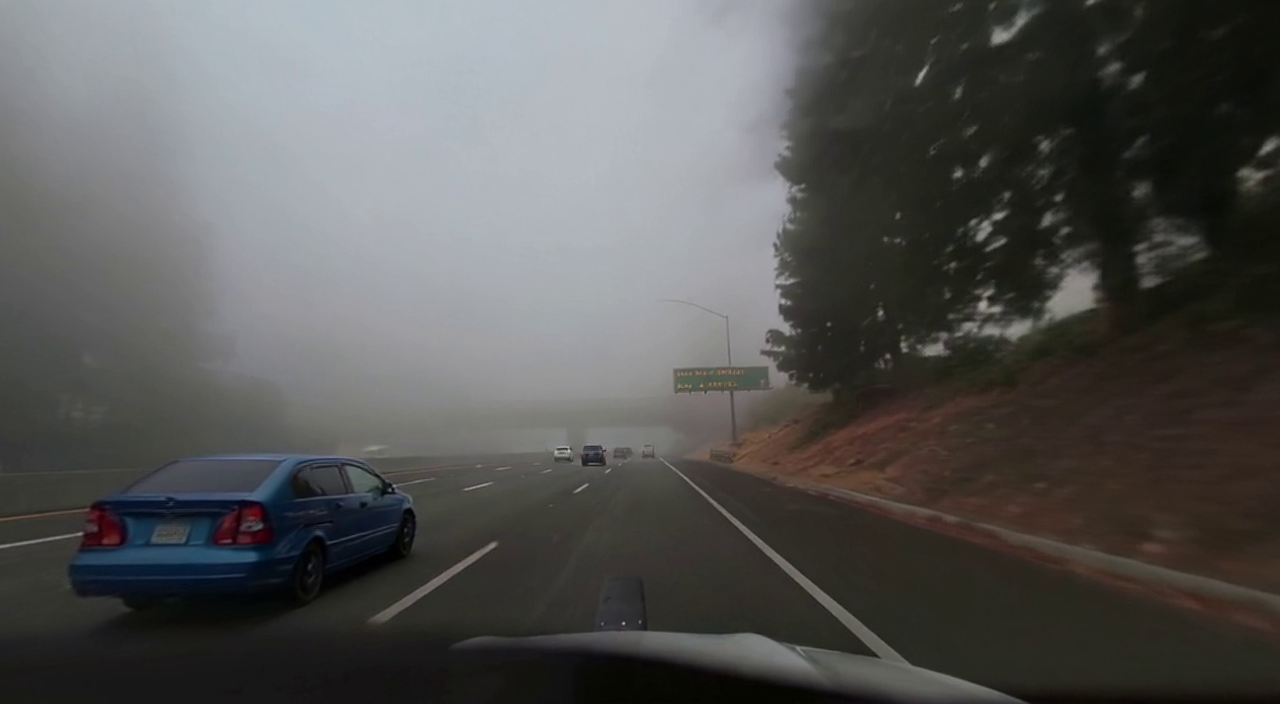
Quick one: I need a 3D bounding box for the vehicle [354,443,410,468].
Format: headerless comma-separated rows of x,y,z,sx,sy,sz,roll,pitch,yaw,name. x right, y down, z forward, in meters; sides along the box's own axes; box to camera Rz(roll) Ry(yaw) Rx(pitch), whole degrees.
-19.728,7.956,48.496,2.156,1.806,4.697,-1,-9,3,vehicle
